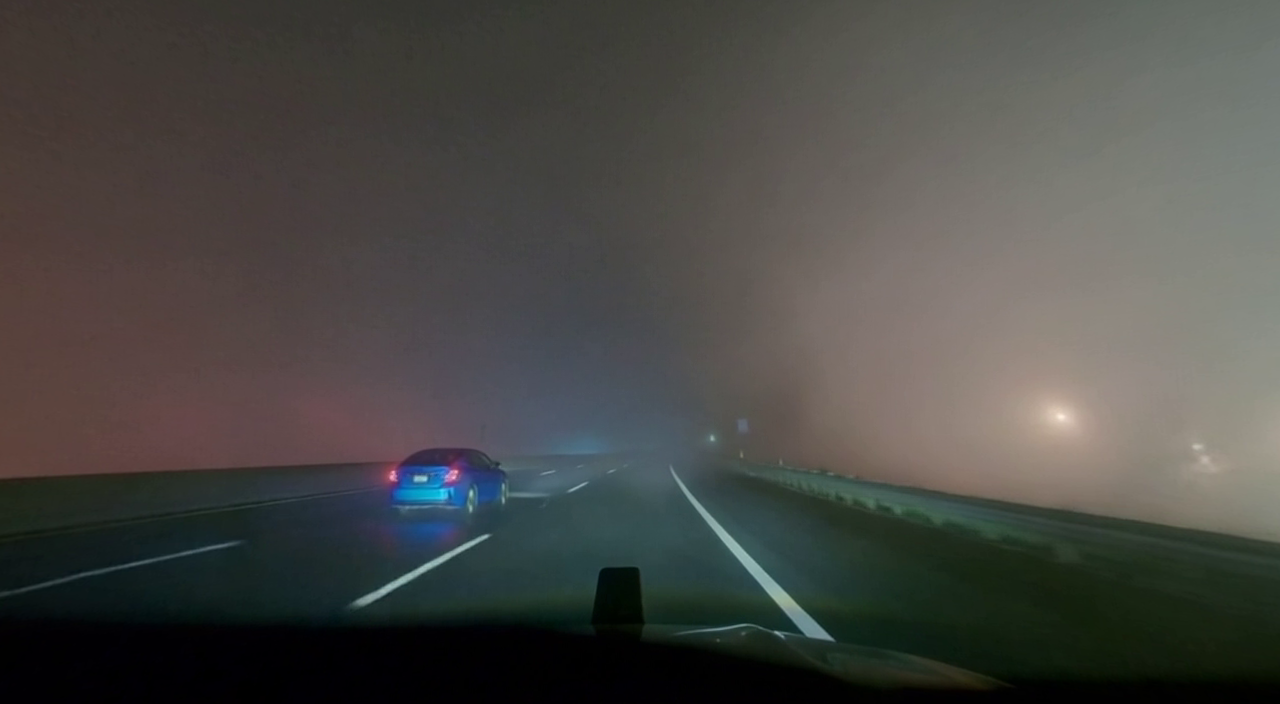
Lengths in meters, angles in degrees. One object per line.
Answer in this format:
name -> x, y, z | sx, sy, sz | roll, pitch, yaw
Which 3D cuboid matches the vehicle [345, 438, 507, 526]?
vehicle -> -4.145, 2.560, 12.959 | 1.928, 1.504, 3.745 | 0, -9, 1
